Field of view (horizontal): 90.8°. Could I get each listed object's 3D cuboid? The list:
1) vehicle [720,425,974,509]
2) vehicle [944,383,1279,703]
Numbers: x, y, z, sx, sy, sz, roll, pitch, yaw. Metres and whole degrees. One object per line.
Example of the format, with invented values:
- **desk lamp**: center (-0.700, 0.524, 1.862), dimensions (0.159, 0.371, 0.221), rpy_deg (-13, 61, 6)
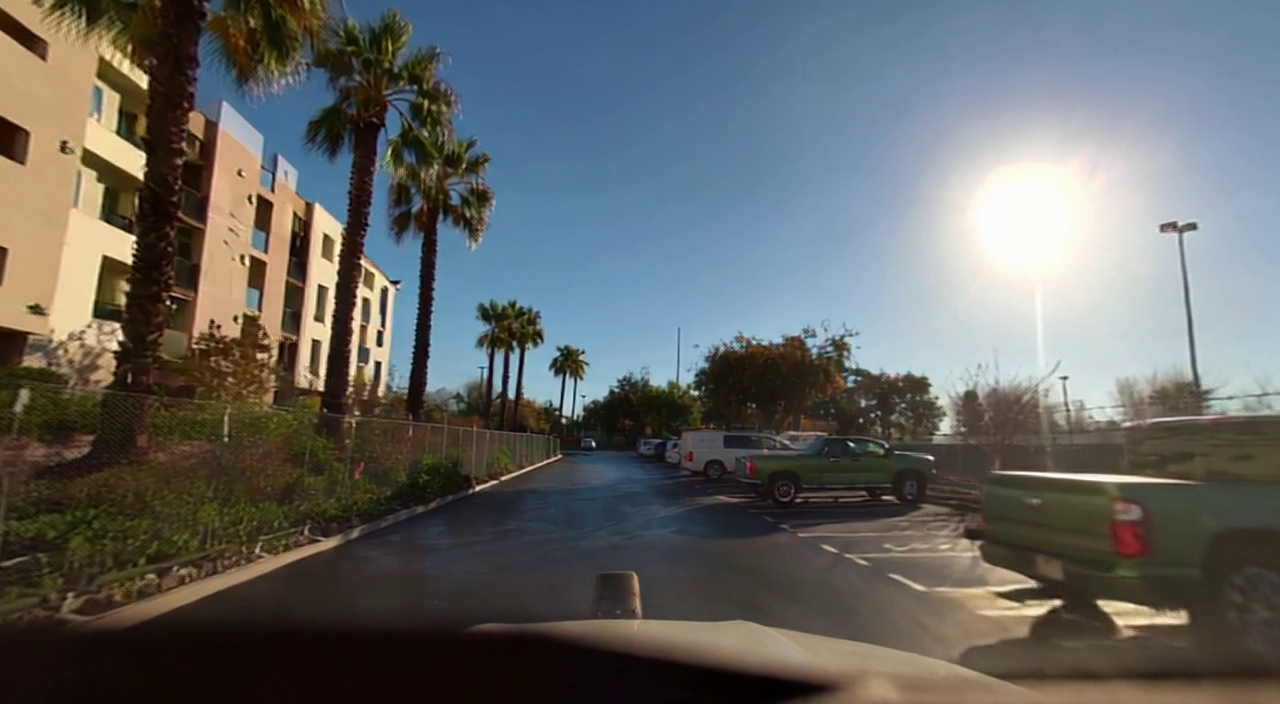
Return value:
- **vehicle**: center (4.812, 2.722, 15.192), dimensions (5.381, 1.826, 2.047), rpy_deg (1, -9, -7)
- **vehicle**: center (4.790, 1.176, 4.068), dimensions (4.803, 1.520, 1.894), rpy_deg (4, -7, -6)
